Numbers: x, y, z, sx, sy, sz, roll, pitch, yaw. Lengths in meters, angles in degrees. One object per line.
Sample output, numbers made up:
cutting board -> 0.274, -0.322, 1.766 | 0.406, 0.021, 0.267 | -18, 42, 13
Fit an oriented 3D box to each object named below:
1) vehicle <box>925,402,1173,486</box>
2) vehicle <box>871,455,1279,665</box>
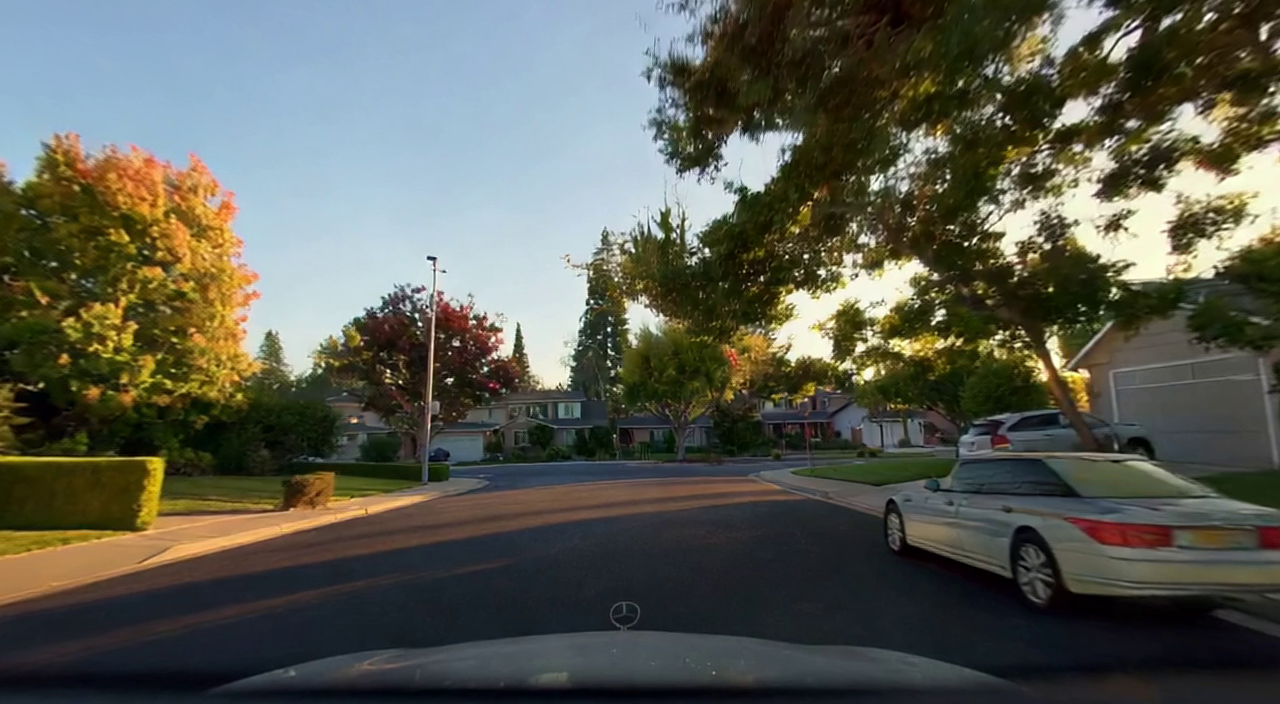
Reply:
vehicle -> 10.566, 2.434, 16.684 | 4.888, 1.807, 2.224 | -3, -9, -1
vehicle -> 3.773, 1.569, 5.733 | 1.877, 1.206, 3.669 | 0, -9, -2
